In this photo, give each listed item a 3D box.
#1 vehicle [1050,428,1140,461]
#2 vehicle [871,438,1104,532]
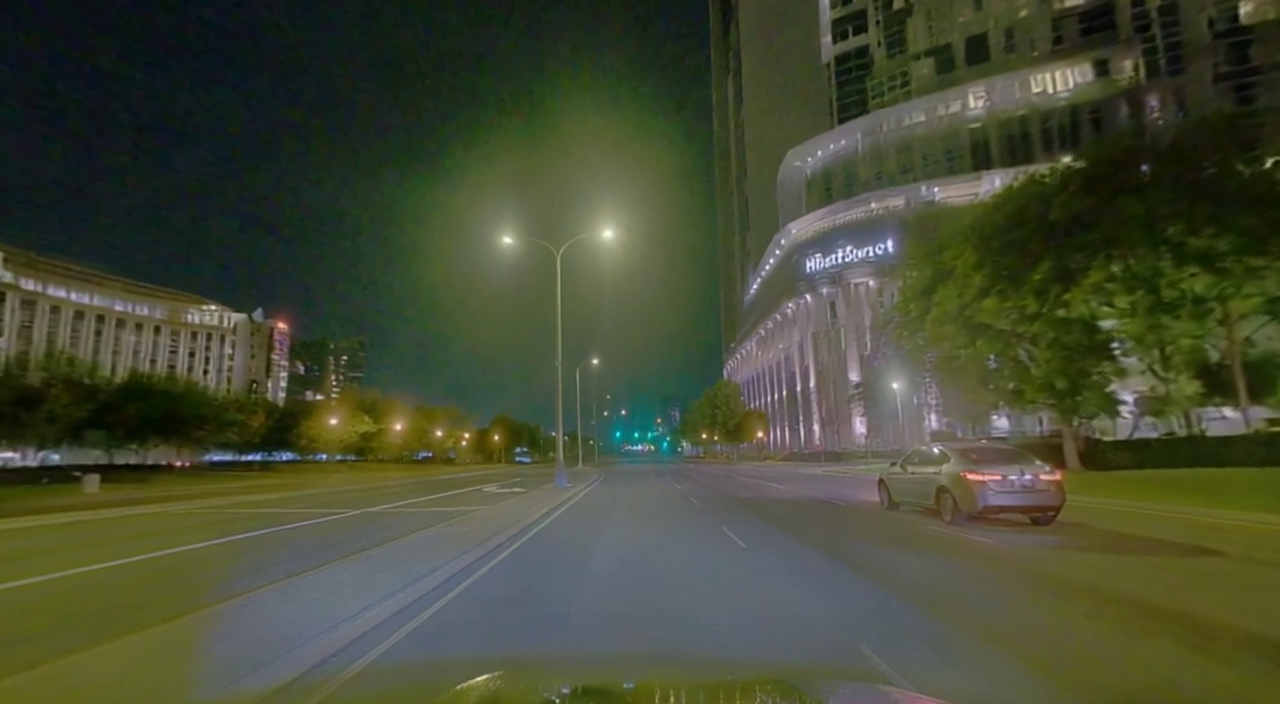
[{"bbox_3d":[28.918,5.846,40.370,2.149,1.871,4.506,-1,-6,-4],"label":"vehicle"},{"bbox_3d":[6.616,2.563,12.839,1.913,1.504,4.738,0,-9,-2],"label":"vehicle"}]
